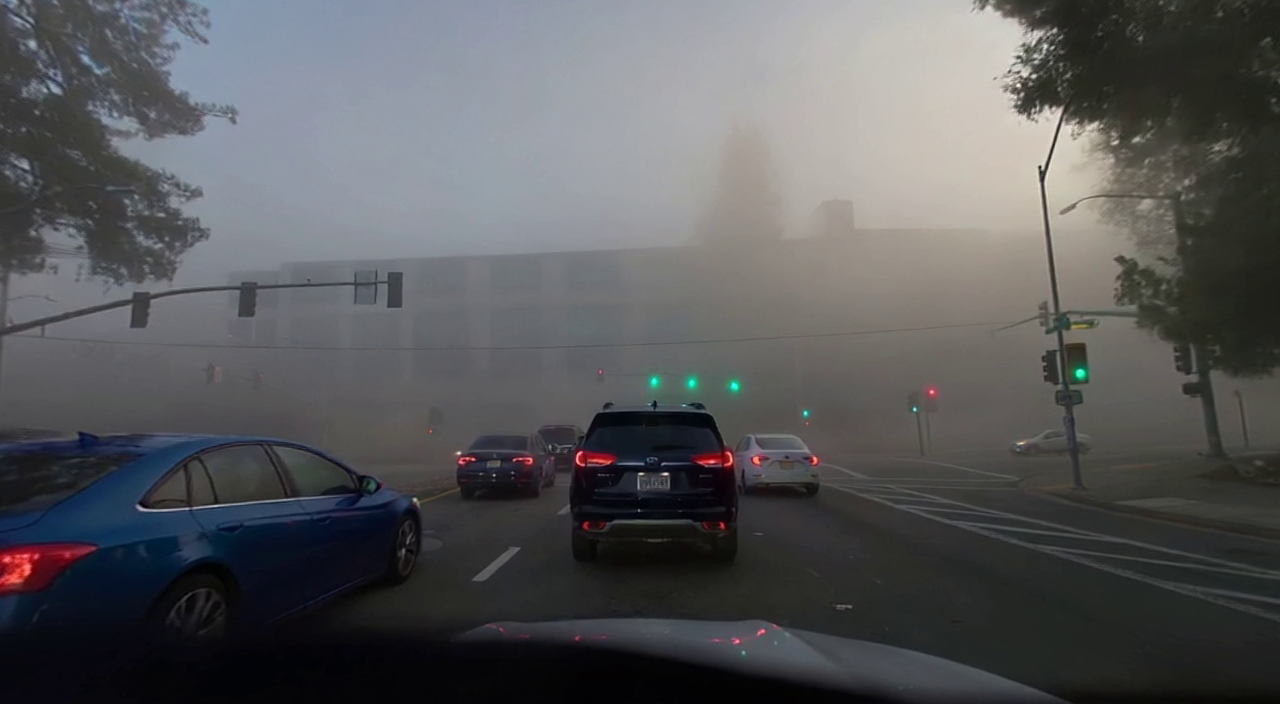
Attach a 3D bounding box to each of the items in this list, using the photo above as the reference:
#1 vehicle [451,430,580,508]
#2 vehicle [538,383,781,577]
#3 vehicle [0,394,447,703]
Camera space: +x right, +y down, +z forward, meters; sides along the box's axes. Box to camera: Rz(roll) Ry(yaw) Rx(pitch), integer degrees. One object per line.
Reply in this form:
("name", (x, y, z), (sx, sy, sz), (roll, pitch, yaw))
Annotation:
("vehicle", (-2.620, 2.581, 14.360), (1.851, 1.502, 4.042), (0, -8, 4))
("vehicle", (0.213, 1.530, 8.250), (2.300, 1.832, 4.331), (0, -8, 1))
("vehicle", (-3.230, 1.244, 4.724), (1.958, 1.494, 4.624), (0, -8, 2))
